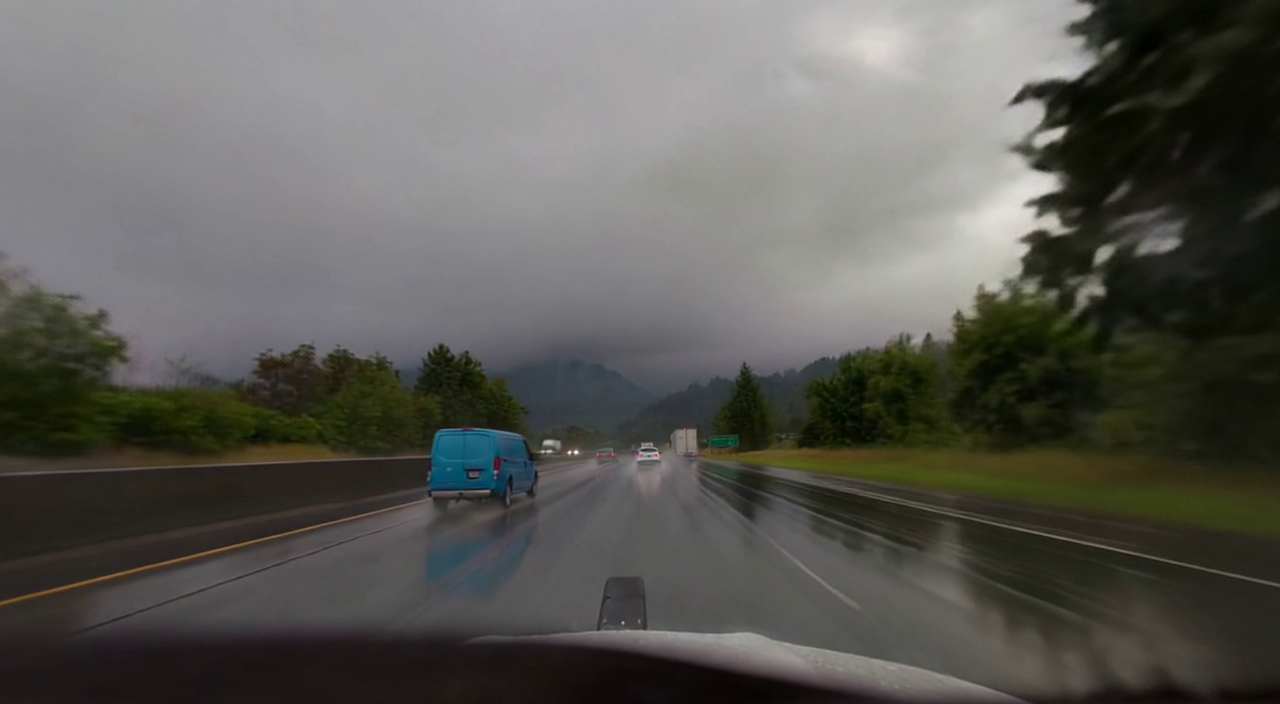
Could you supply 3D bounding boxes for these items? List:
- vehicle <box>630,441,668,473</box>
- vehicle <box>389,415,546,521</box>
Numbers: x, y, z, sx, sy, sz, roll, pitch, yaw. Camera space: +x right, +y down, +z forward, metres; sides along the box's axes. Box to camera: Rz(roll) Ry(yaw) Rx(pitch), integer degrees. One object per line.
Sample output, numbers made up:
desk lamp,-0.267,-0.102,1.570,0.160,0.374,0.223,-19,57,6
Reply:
vehicle,0.522,6.469,39.053,2.209,1.825,4.036,-1,-9,1
vehicle,-3.687,2.616,14.682,2.167,1.991,5.062,-1,-9,1
